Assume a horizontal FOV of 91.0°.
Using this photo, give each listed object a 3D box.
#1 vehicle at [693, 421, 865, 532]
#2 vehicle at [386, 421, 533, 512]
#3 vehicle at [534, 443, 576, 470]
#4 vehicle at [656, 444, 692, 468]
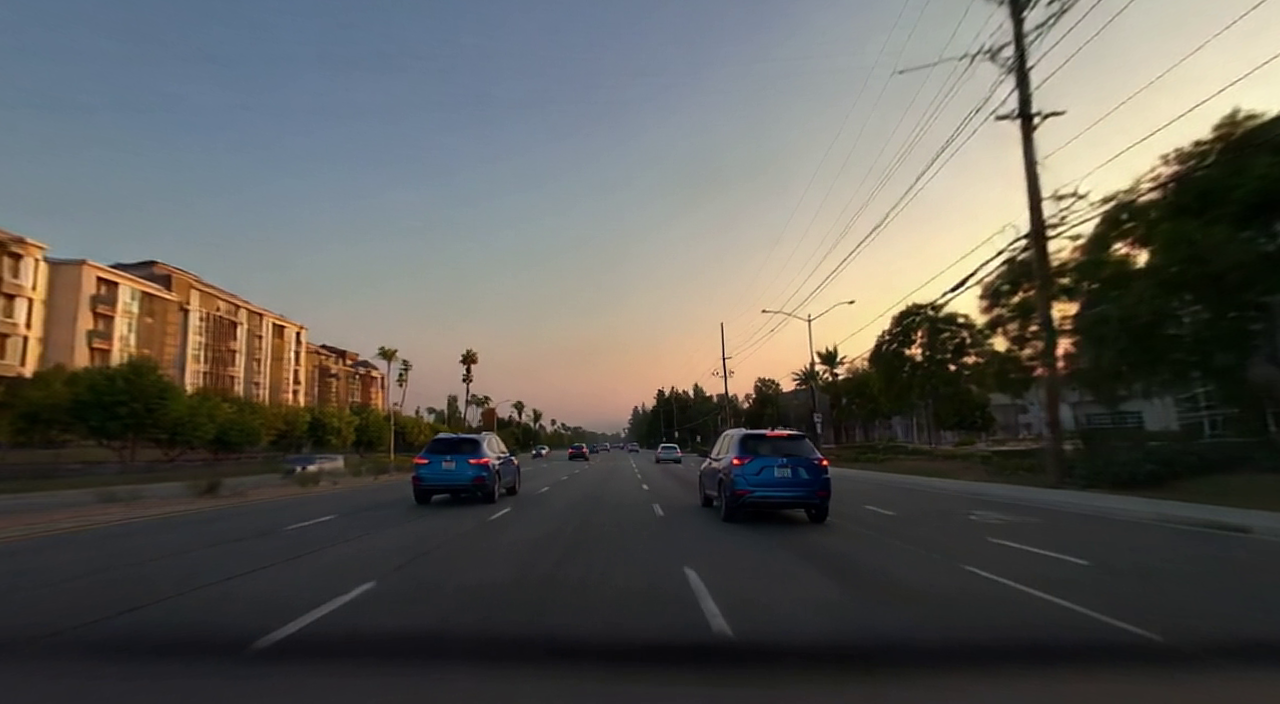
[{"bbox_3d":[2.368,2.275,12.047,2.198,1.706,4.166,0,-9,-2],"label":"vehicle"},{"bbox_3d":[-4.066,2.684,15.190,2.169,1.796,4.821,0,-9,-1],"label":"vehicle"},{"bbox_3d":[-5.092,6.314,38.130,2.040,1.482,4.121,0,-9,-1],"label":"vehicle"},{"bbox_3d":[2.160,6.730,40.786,1.981,1.472,3.923,0,-9,-2],"label":"vehicle"}]
